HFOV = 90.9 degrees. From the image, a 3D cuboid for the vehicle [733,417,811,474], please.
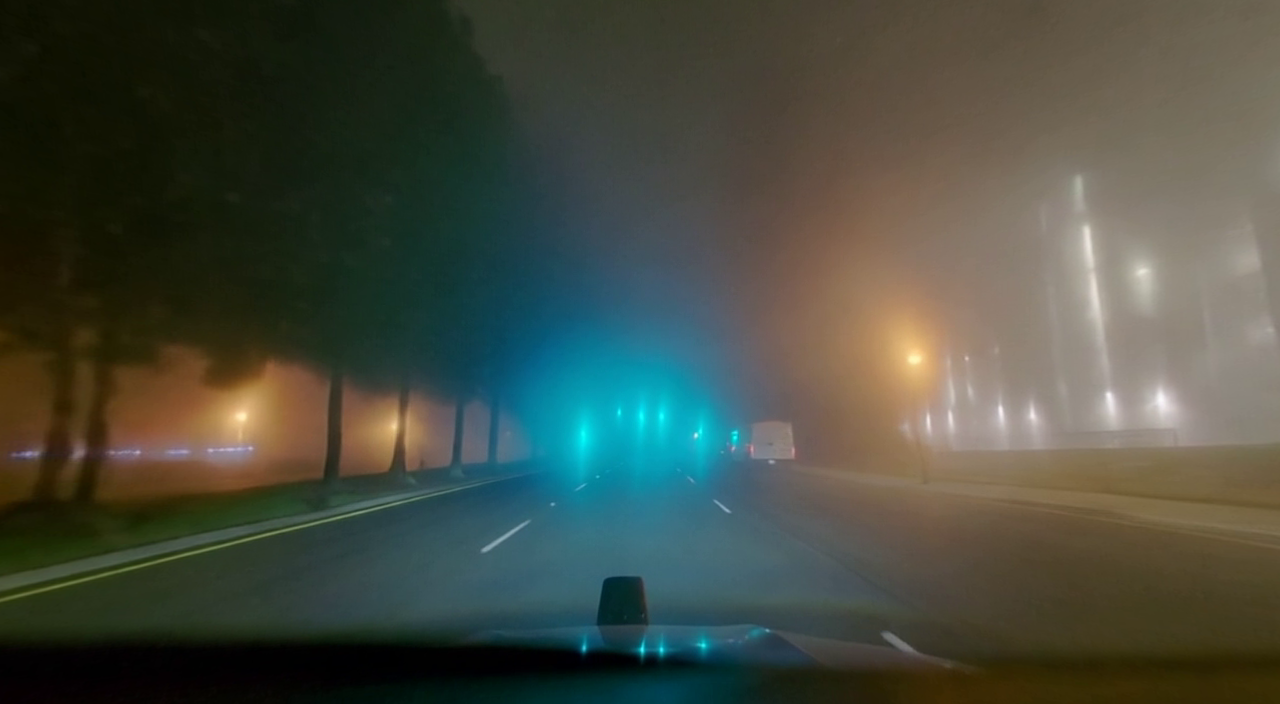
[{"bbox_3d":[6.568,4.796,32.406,2.762,2.607,6.182,0,-8,1],"label":"vehicle"}]
